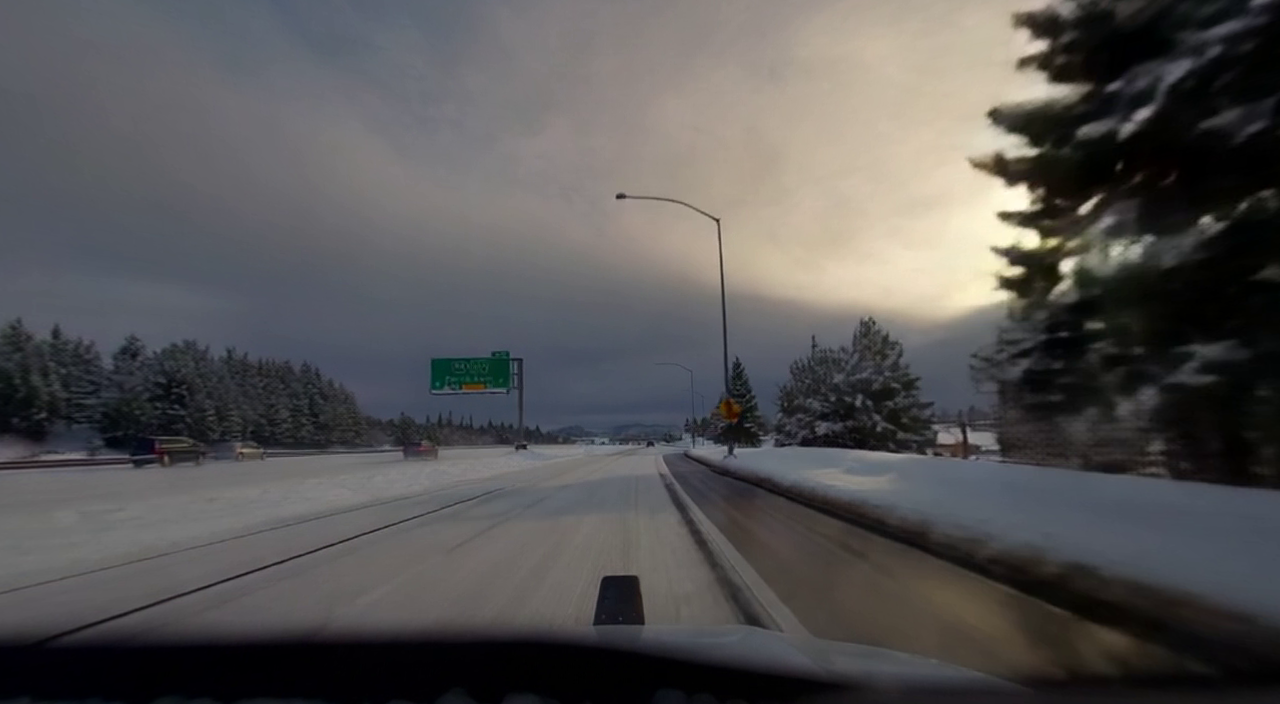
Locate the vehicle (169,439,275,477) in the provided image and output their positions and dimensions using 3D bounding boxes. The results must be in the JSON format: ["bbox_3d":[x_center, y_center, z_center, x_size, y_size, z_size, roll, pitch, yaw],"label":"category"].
[{"bbox_3d":[-18.124,4.585,27.693,1.829,1.520,4.505,1,-8,-5],"label":"vehicle"}]

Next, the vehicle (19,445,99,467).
[{"bbox_3d":[-45.028,8.017,49.117,2.095,1.593,4.577,0,-8,-4],"label":"vehicle"}]

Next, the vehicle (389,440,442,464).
[{"bbox_3d":[-15.027,6.697,42.517,2.271,1.537,4.029,0,-8,-3],"label":"vehicle"}]

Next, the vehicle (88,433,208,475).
[{"bbox_3d":[-22.107,4.590,28.664,2.049,1.718,4.445,1,-8,-5],"label":"vehicle"}]
